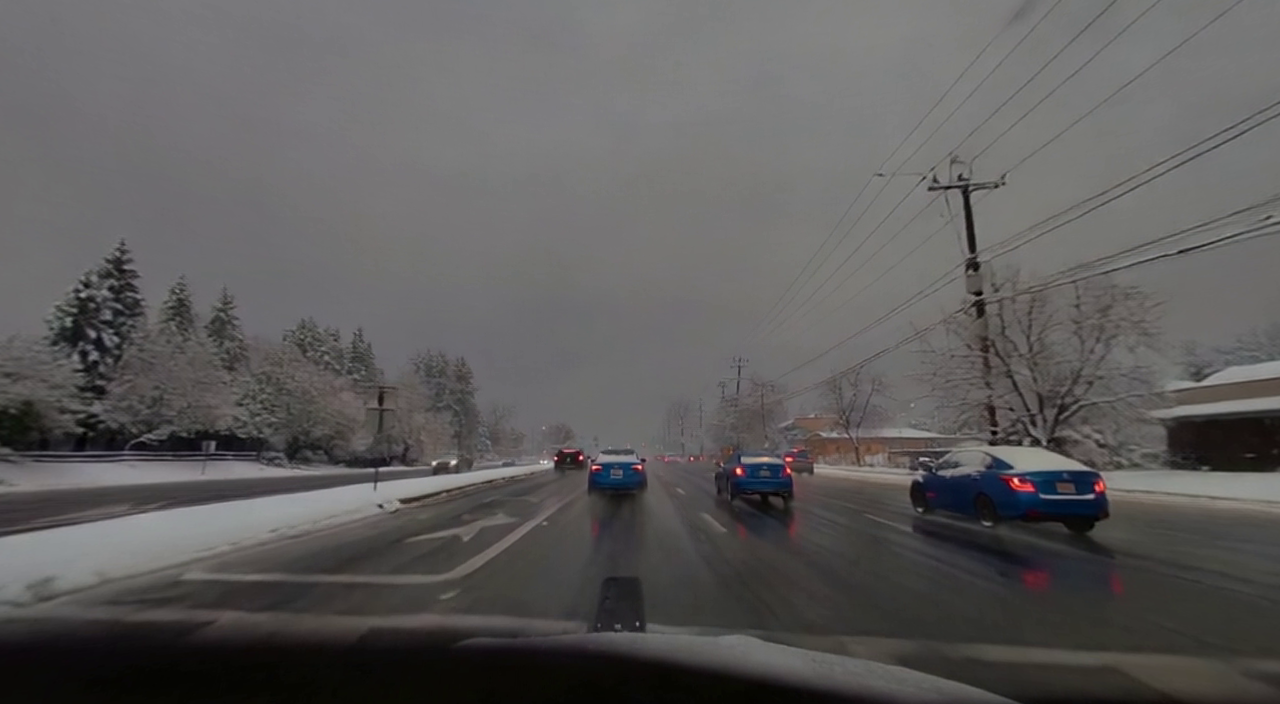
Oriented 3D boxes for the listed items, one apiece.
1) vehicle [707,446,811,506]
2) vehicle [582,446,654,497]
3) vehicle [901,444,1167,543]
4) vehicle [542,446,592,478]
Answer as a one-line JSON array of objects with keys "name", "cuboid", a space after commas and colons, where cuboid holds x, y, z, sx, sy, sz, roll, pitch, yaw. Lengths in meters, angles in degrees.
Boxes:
[{"name": "vehicle", "cuboid": [3.277, 3.510, 18.452, 2.053, 1.490, 4.464, 0, -8, -2]}, {"name": "vehicle", "cuboid": [-0.646, 3.791, 20.492, 2.065, 1.464, 4.216, 0, -8, 0]}, {"name": "vehicle", "cuboid": [6.817, 2.446, 11.691, 2.004, 1.455, 4.417, 0, -8, -1]}, {"name": "vehicle", "cuboid": [-3.811, 5.798, 33.634, 2.073, 1.606, 4.364, 0, -8, 1]}]
